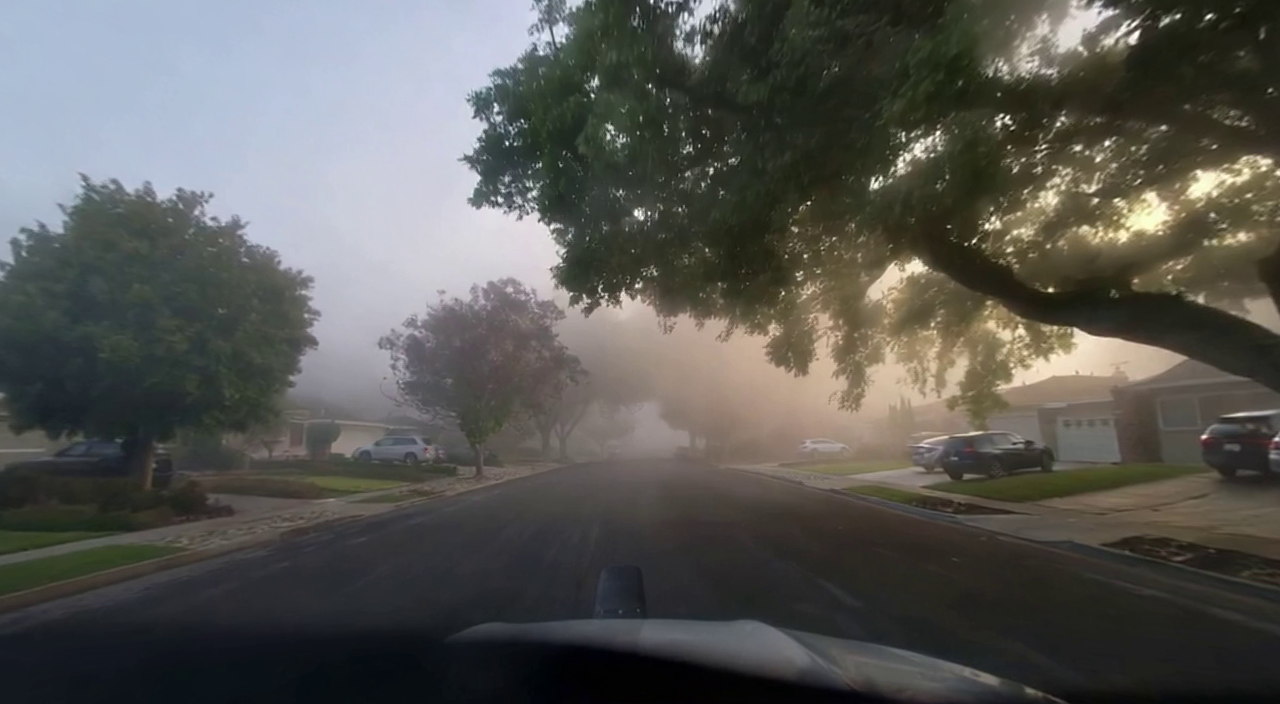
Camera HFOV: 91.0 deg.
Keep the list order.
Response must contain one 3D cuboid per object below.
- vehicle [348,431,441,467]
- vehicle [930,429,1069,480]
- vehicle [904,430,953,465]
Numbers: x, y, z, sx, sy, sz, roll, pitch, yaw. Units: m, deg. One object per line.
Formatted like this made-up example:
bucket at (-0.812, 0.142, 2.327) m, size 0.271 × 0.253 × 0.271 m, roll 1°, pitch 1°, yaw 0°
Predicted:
vehicle at (-14.910, 5.930, 38.652) m, size 2.575 × 2.031 × 5.155 m, roll -2°, pitch -8°, yaw 18°
vehicle at (13.329, 3.772, 23.333) m, size 4.708 × 1.727 × 2.076 m, roll 4°, pitch -10°, yaw -26°
vehicle at (16.714, 5.541, 36.422) m, size 2.288 × 1.880 × 4.939 m, roll -4°, pitch -10°, yaw 25°
